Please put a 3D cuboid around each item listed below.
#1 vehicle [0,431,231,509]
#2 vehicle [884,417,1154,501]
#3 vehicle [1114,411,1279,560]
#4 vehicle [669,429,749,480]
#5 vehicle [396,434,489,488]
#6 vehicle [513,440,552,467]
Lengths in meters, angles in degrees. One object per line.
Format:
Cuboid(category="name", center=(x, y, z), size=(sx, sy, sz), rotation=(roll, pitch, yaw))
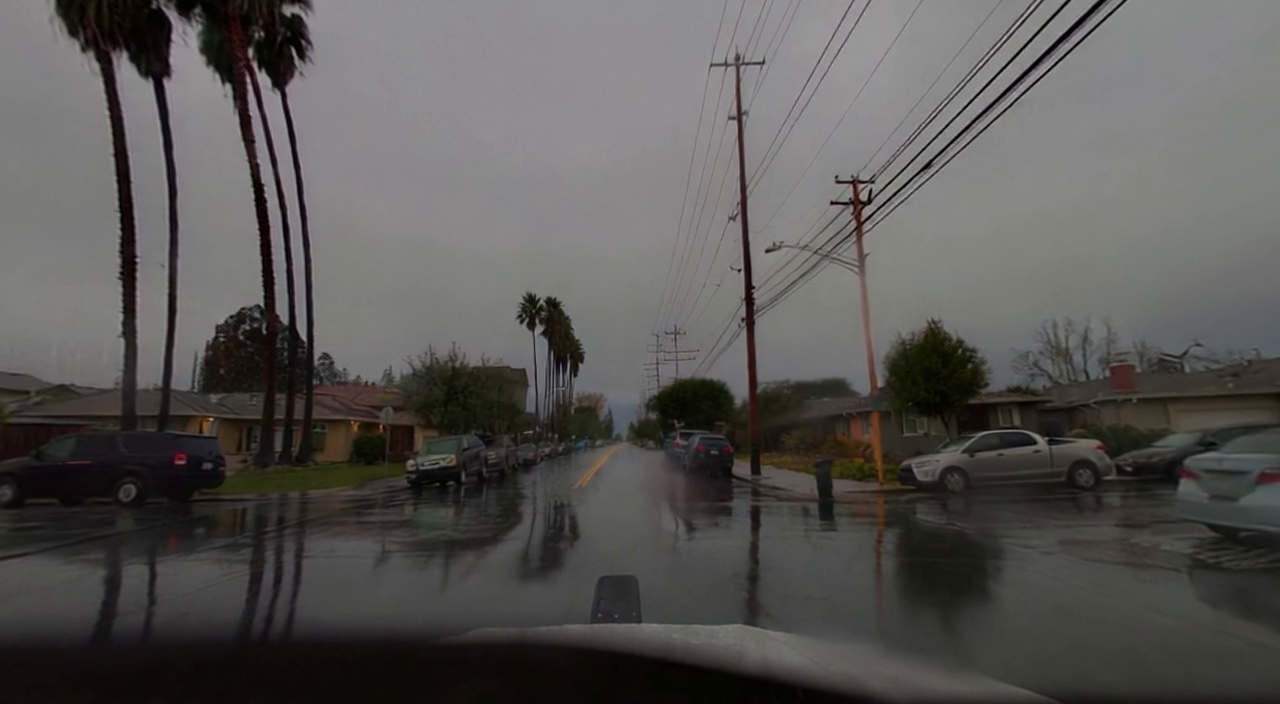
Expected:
Cuboid(category="vehicle", center=(-14.796, 3.158, 17.005), size=(5.847, 1.766, 2.392), rotation=(-2, -9, -2))
Cuboid(category="vehicle", center=(10.280, 2.931, 17.520), size=(5.971, 1.967, 2.385), rotation=(-1, -9, -5))
Cuboid(category="vehicle", center=(8.991, 1.636, 8.082), size=(4.181, 1.638, 2.015), rotation=(0, -9, -1))
Cuboid(category="vehicle", center=(2.701, 4.259, 26.527), size=(2.505, 1.895, 5.805), rotation=(0, -9, -2))
Cuboid(category="vehicle", center=(-6.958, 3.868, 22.771), size=(2.198, 1.724, 4.493), rotation=(1, -9, -5))
Cuboid(category="vehicle", center=(-7.755, 7.373, 46.085), size=(2.178, 1.865, 4.658), rotation=(0, -9, -2))
